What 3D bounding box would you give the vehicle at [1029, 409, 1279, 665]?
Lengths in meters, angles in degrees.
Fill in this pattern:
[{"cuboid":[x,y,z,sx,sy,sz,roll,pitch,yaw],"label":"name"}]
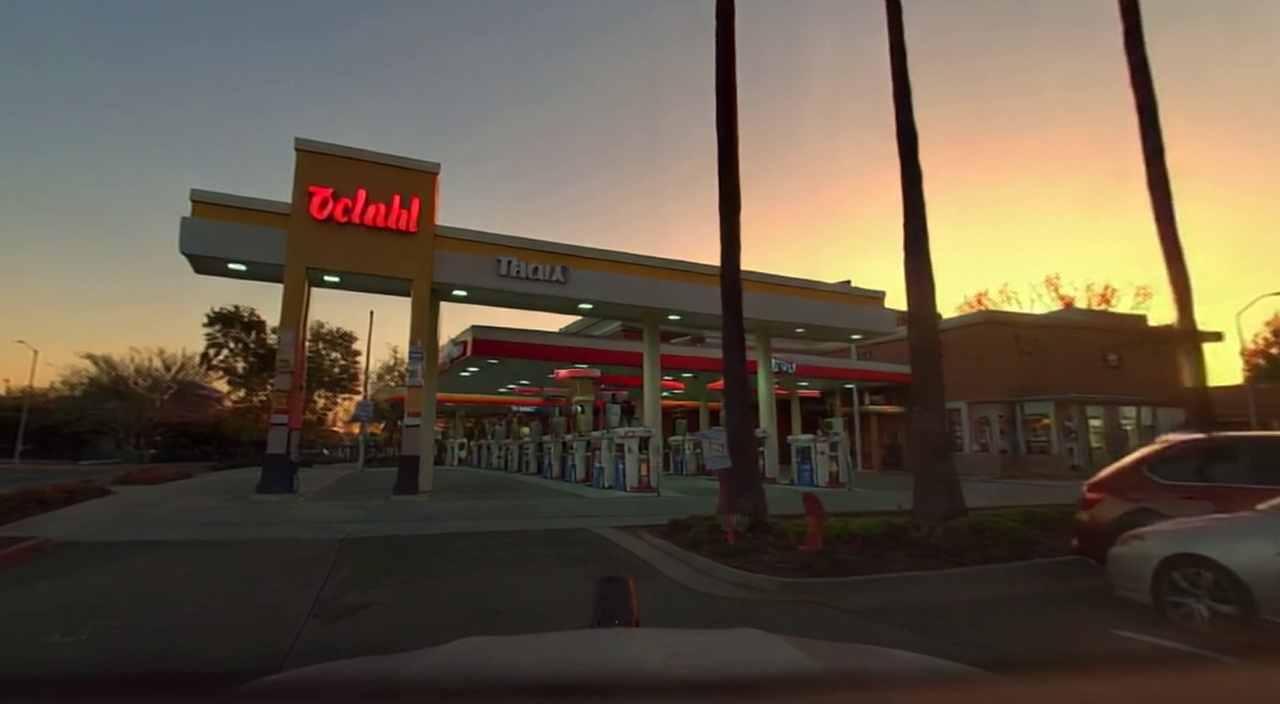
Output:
[{"cuboid":[5.010,1.031,3.395,1.937,1.490,4.564,4,-9,-24],"label":"vehicle"}]
